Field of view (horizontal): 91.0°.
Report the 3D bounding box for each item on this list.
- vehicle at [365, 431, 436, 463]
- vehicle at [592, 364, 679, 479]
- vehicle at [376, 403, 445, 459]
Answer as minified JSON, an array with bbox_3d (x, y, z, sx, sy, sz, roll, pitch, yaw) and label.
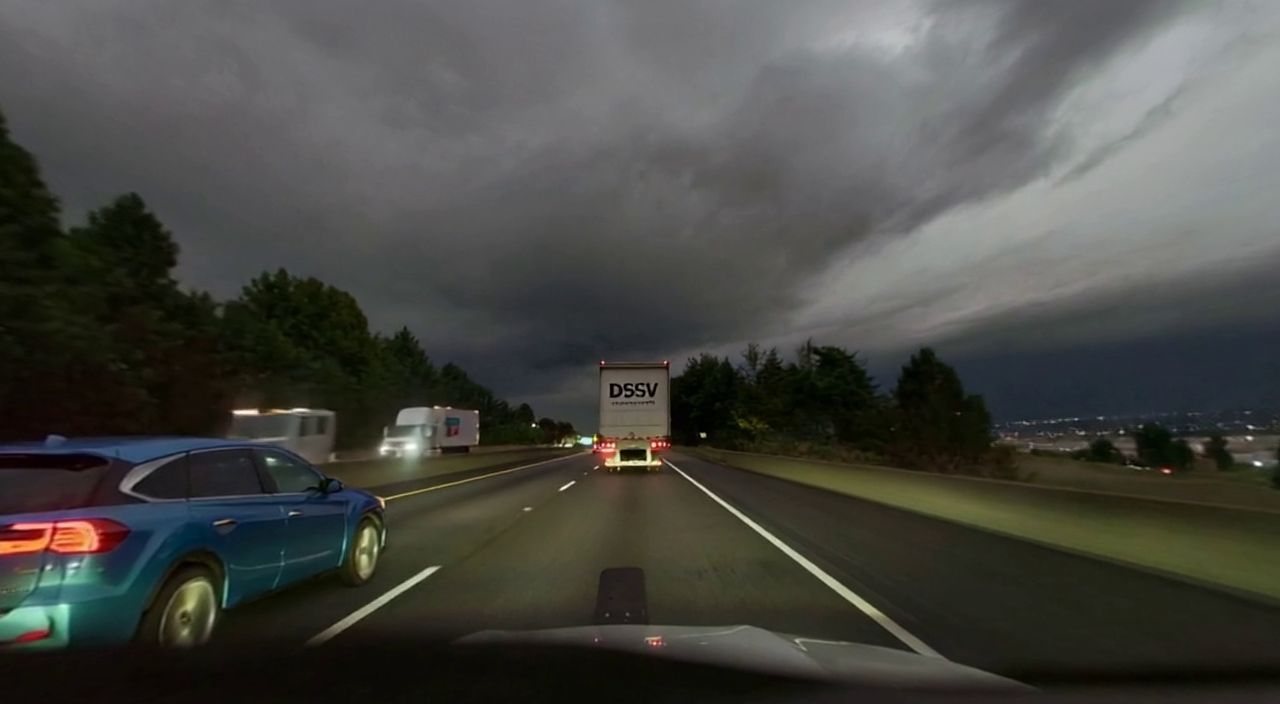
[{"bbox_3d":[-12.956,5.191,34.429,2.030,1.625,4.658,0,-8,0],"label":"vehicle"},{"bbox_3d":[-0.328,3.102,26.836,2.969,3.957,10.270,0,-8,-2],"label":"vehicle"},{"bbox_3d":[-17.332,6.070,47.992,2.998,4.020,5.794,0,-8,-1],"label":"vehicle"}]
